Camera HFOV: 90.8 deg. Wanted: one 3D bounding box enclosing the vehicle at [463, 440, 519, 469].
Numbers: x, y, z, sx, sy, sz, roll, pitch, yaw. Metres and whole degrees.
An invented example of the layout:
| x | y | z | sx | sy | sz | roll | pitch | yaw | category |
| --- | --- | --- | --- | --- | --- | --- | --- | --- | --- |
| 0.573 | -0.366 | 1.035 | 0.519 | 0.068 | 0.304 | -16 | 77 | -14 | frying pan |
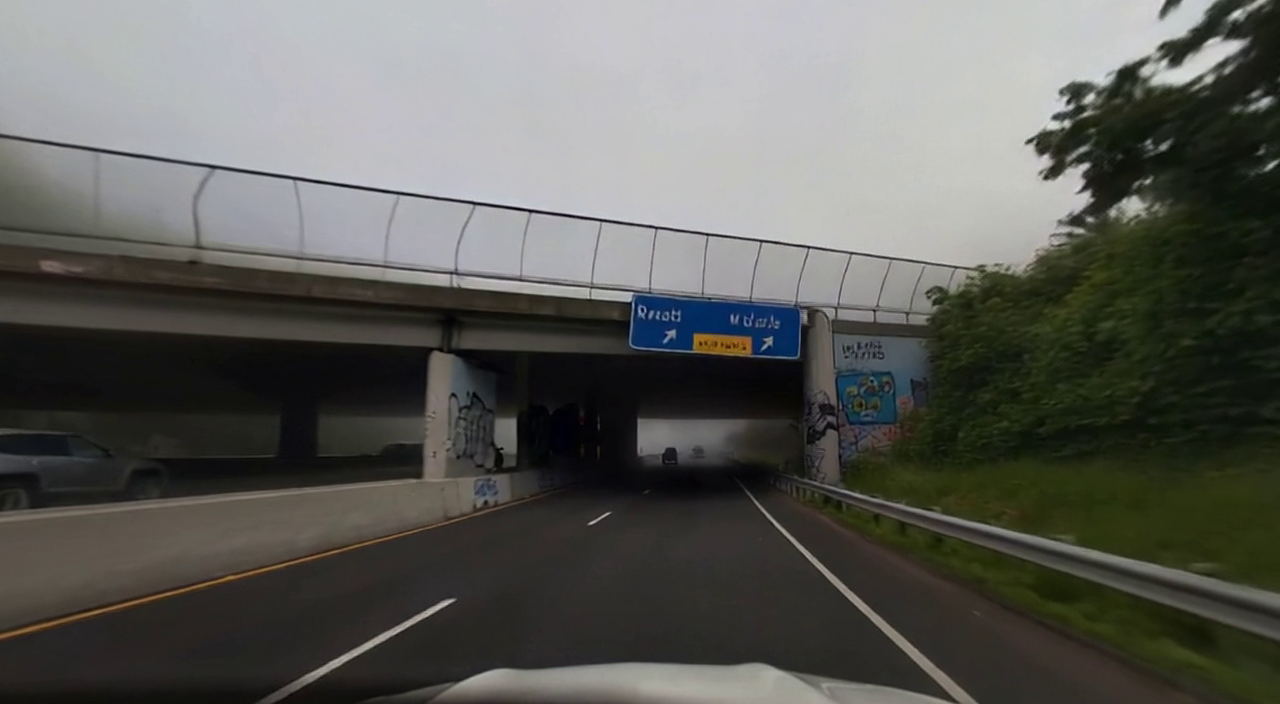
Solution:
| x | y | z | sx | sy | sz | roll | pitch | yaw | category |
| --- | --- | --- | --- | --- | --- | --- | --- | --- | --- |
| -9.497 | 6.548 | 40.598 | 1.962 | 1.731 | 4.523 | -1 | -8 | 7 | vehicle |

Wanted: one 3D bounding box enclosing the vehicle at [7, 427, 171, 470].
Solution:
| x | y | z | sx | sy | sz | roll | pitch | yaw | category |
| --- | --- | --- | --- | --- | --- | --- | --- | --- | --- |
| -20.404 | 3.621 | 23.694 | 1.833 | 1.452 | 4.450 | -1 | -9 | 7 | vehicle |

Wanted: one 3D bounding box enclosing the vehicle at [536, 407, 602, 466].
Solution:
| x | y | z | sx | sy | sz | roll | pitch | yaw | category |
| --- | --- | --- | --- | --- | --- | --- | --- | --- | --- |
| -5.088 | 6.389 | 47.425 | 2.942 | 3.975 | 9.515 | -1 | -8 | 6 | vehicle |

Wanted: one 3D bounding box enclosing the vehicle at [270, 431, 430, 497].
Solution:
| x | y | z | sx | sy | sz | roll | pitch | yaw | category |
| --- | --- | --- | --- | --- | --- | --- | --- | --- | --- |
| -8.012 | 3.124 | 18.033 | 1.979 | 1.600 | 4.516 | -1 | -8 | 7 | vehicle |
